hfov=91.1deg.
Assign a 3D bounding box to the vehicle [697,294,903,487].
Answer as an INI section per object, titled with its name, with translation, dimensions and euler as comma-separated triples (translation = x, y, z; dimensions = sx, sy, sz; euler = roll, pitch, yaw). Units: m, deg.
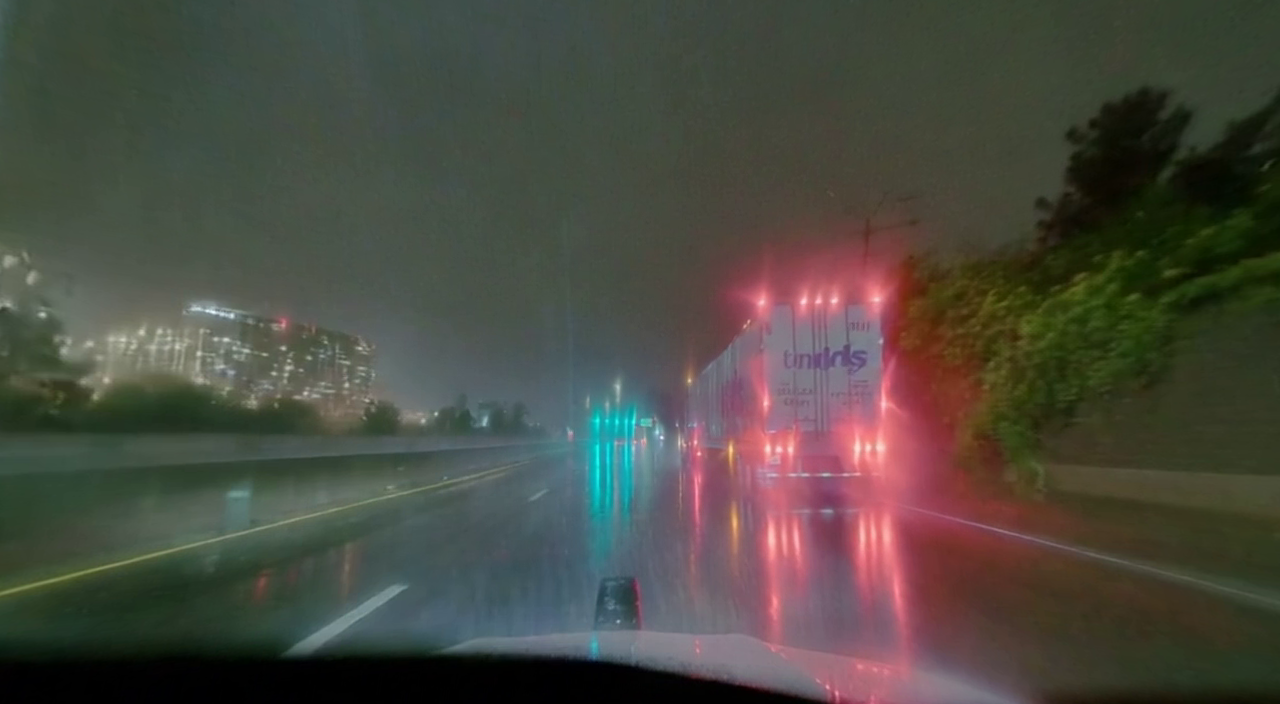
[vehicle]
translation = 3.815, 1.586, 19.644
dimensions = 2.850, 3.894, 13.987
euler = 0, -7, 0
